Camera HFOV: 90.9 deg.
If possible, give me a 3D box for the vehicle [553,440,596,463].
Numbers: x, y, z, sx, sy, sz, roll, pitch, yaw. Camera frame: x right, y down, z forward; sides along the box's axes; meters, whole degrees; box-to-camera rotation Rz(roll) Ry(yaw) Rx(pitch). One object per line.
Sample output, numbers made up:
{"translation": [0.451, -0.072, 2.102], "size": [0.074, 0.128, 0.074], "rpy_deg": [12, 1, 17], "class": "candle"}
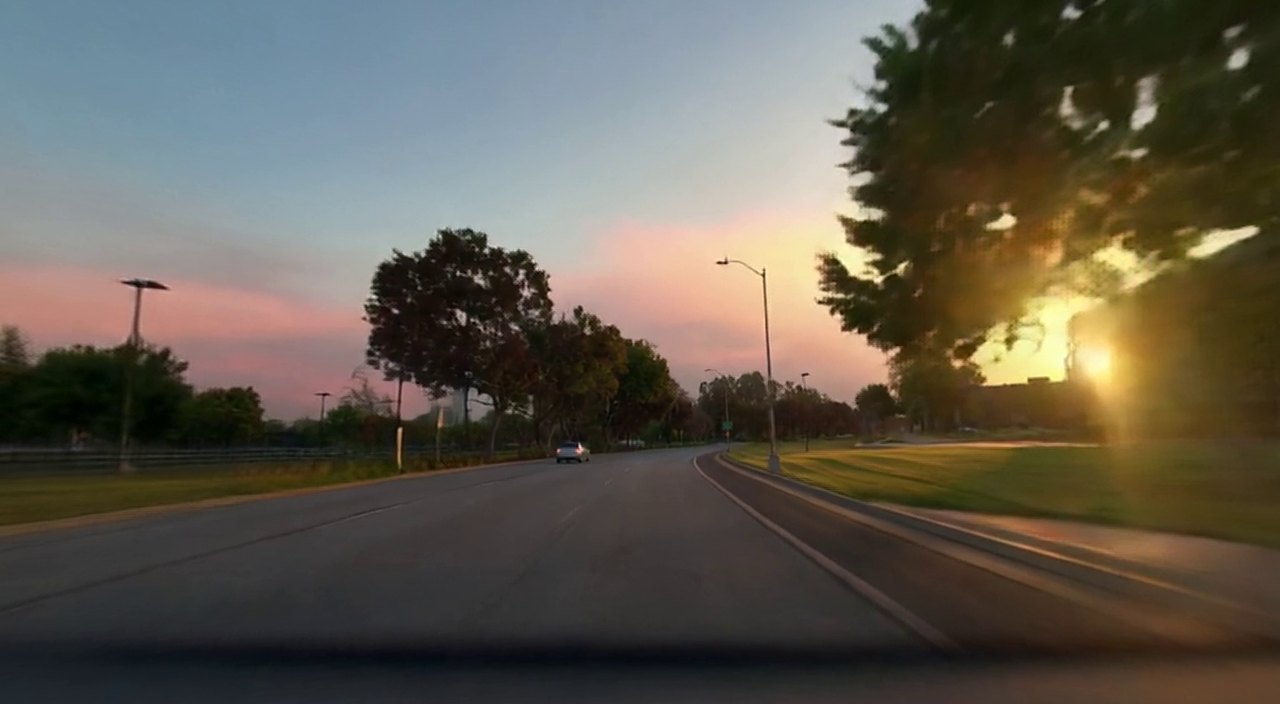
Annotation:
{"translation": [-4.327, 6.659, 42.463], "size": [1.945, 1.461, 4.605], "rpy_deg": [-1, -8, 6], "class": "vehicle"}
